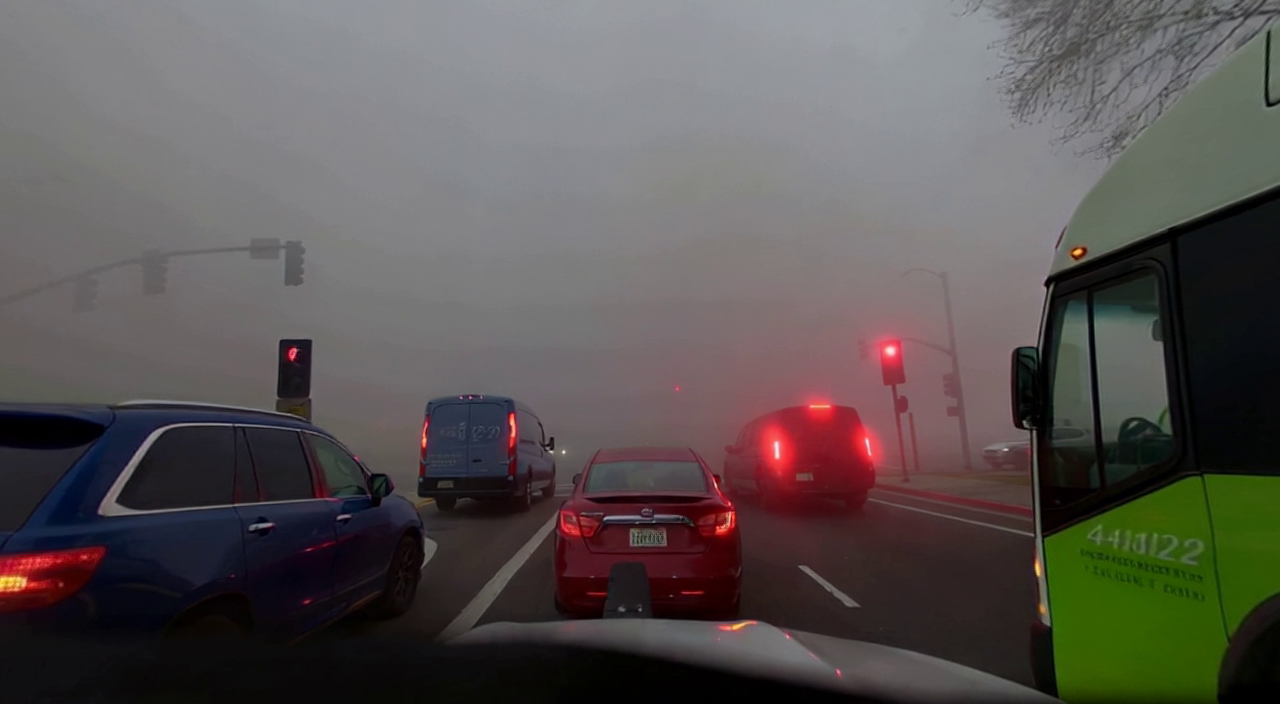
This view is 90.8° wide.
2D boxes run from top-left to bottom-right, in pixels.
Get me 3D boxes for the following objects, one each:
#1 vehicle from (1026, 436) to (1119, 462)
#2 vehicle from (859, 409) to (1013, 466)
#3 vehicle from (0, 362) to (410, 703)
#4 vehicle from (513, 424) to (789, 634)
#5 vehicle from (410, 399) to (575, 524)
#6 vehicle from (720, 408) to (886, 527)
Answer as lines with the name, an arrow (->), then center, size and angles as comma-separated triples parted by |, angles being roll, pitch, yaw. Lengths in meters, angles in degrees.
vehicle -> 25.924, 5.816, 37.966 | 4.229, 1.489, 1.794 | 0, -9, -1
vehicle -> 17.625, 5.133, 37.909 | 7.839, 3.213, 2.628 | 0, -8, -3
vehicle -> -3.400, 1.181, 4.623 | 1.921, 1.701, 3.989 | 0, -8, 0
vehicle -> 0.075, 1.546, 6.417 | 1.976, 1.485, 3.624 | 0, -8, 0
vehicle -> -2.915, 2.348, 13.980 | 2.335, 2.221, 5.165 | 0, -8, 1
vehicle -> 3.168, 2.396, 13.669 | 2.143, 2.036, 5.367 | 0, -8, 0
